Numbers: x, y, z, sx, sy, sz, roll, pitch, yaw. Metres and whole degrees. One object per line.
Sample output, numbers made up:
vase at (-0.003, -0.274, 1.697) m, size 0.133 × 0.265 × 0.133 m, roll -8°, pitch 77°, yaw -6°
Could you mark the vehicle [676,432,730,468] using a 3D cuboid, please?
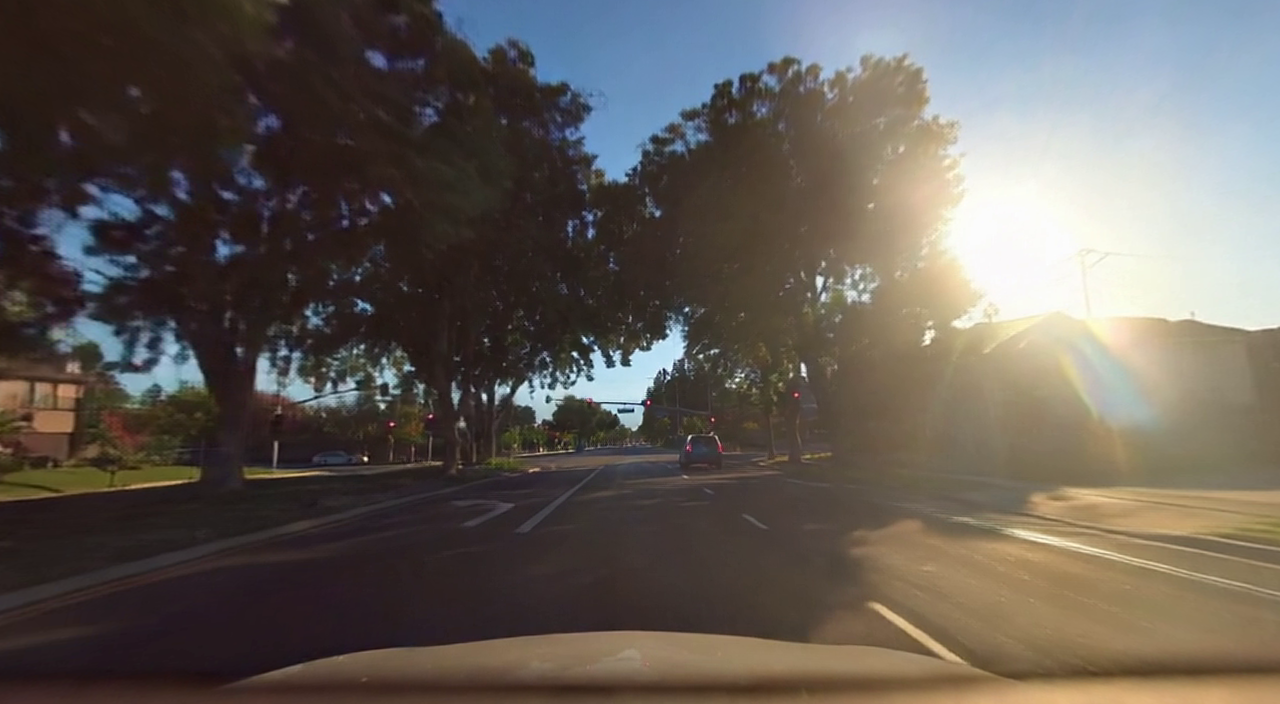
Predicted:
vehicle at (3.321, 5.328, 34.294) m, size 2.229 × 1.795 × 4.927 m, roll 0°, pitch -9°, yaw -2°
